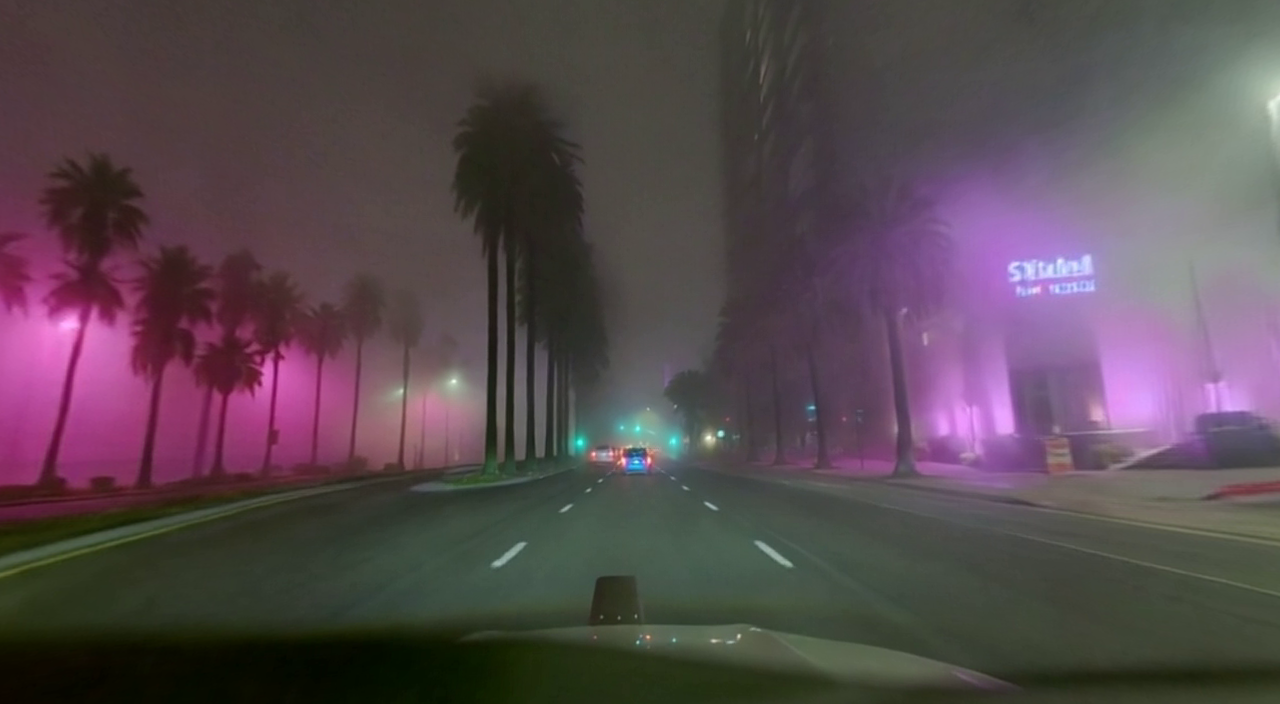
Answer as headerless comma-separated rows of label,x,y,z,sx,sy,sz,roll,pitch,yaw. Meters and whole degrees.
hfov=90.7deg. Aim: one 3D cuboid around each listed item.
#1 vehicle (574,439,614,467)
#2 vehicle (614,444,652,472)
vehicle,-3.498,7.823,49.119,2.672,2.064,5.681,0,-9,0
vehicle,-0.380,6.593,39.515,2.160,1.615,4.117,0,-9,1
